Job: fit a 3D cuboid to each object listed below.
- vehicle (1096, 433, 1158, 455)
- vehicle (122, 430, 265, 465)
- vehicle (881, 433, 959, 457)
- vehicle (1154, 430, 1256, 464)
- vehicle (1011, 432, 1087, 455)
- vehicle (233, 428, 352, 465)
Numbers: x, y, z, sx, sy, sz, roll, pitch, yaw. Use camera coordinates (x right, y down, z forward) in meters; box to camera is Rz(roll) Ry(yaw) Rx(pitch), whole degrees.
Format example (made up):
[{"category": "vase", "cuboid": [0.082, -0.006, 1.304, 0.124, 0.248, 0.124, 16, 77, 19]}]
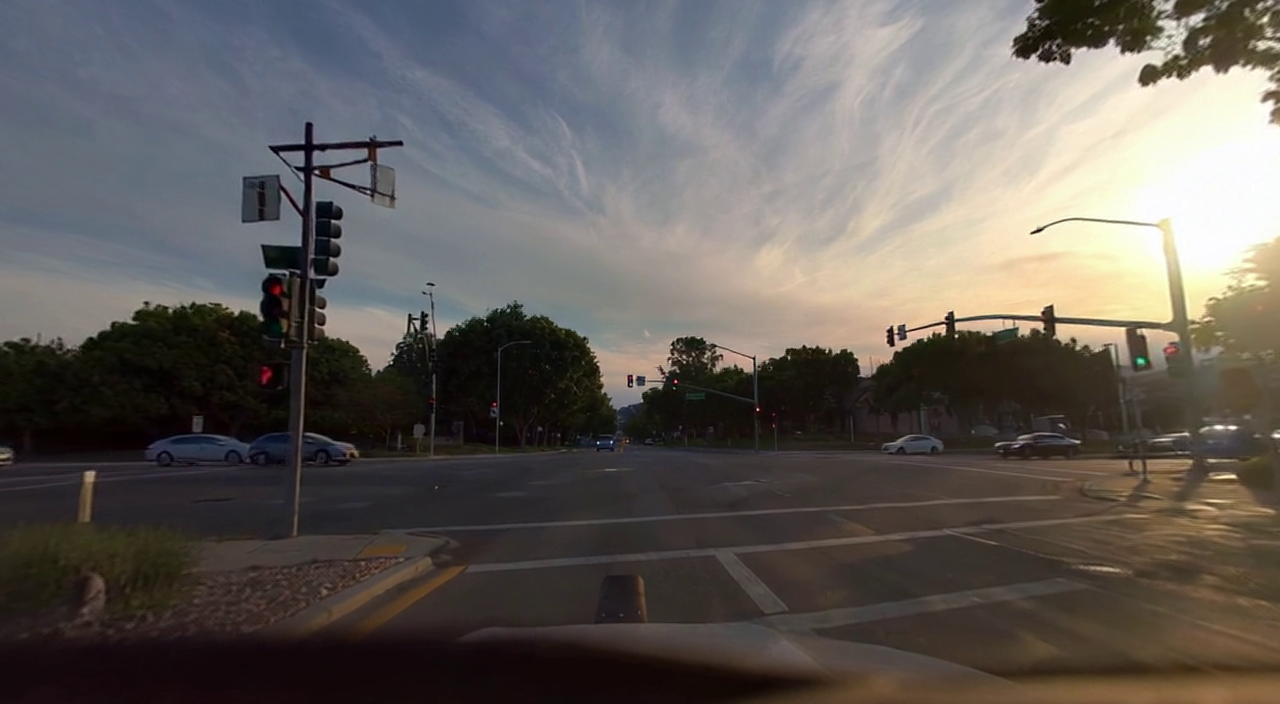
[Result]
[{"category": "vehicle", "cuboid": [37.001, 7.013, 48.000, 4.533, 1.471, 1.772, 6, -8, -24]}, {"category": "vehicle", "cuboid": [-20.269, 4.377, 28.930, 4.912, 1.485, 1.922, 3, -9, -19]}, {"category": "vehicle", "cuboid": [18.054, 6.007, 40.793, 4.516, 1.468, 1.962, 3, -9, -22]}, {"category": "vehicle", "cuboid": [27.655, 4.660, 30.914, 4.515, 1.543, 1.872, 4, -9, -24]}, {"category": "vehicle", "cuboid": [29.092, 6.534, 44.958, 4.481, 1.561, 2.001, 2, -9, -16]}, {"category": "vehicle", "cuboid": [-15.250, 4.197, 28.026, 4.331, 1.544, 1.896, 3, -9, -21]}]
